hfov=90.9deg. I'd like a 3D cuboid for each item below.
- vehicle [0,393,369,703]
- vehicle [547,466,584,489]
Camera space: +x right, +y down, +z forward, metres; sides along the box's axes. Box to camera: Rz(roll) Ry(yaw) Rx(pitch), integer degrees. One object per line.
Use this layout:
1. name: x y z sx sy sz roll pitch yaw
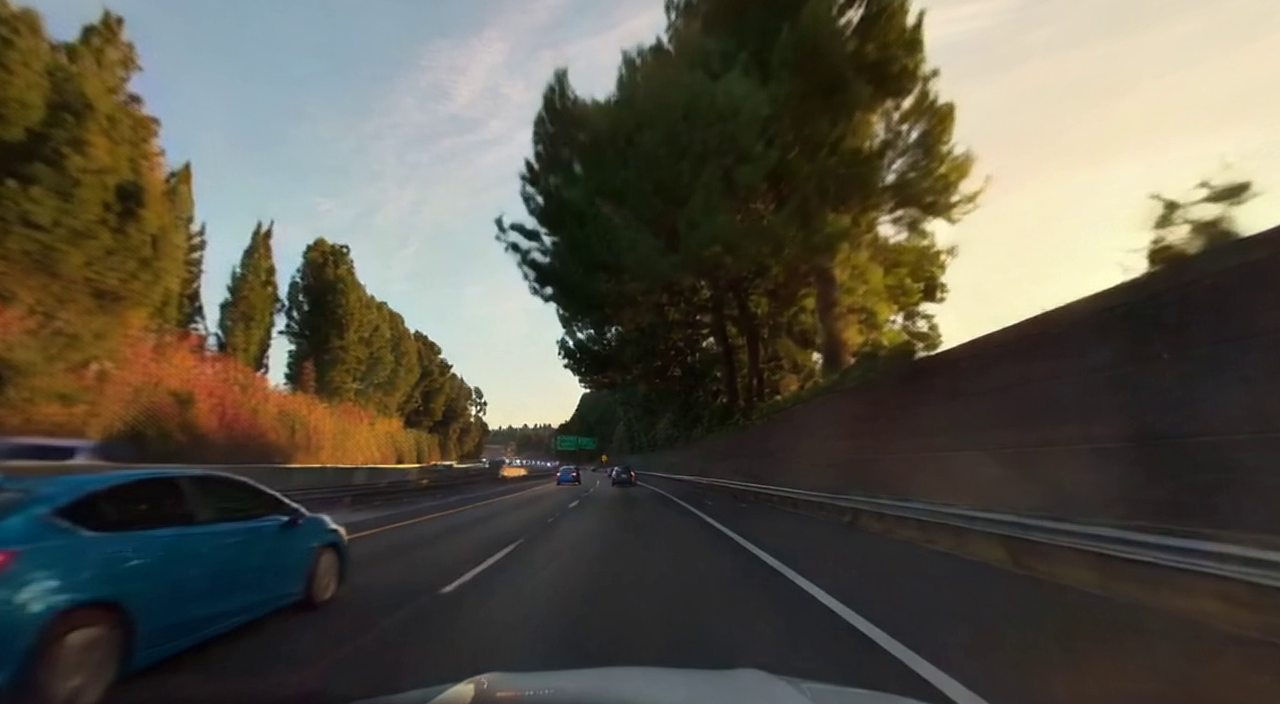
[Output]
1. vehicle: -3.786 1.121 3.503 2.328 1.559 5.041 1 -11 0
2. vehicle: -5.260 8.961 45.200 2.310 1.521 4.731 1 -11 -3
